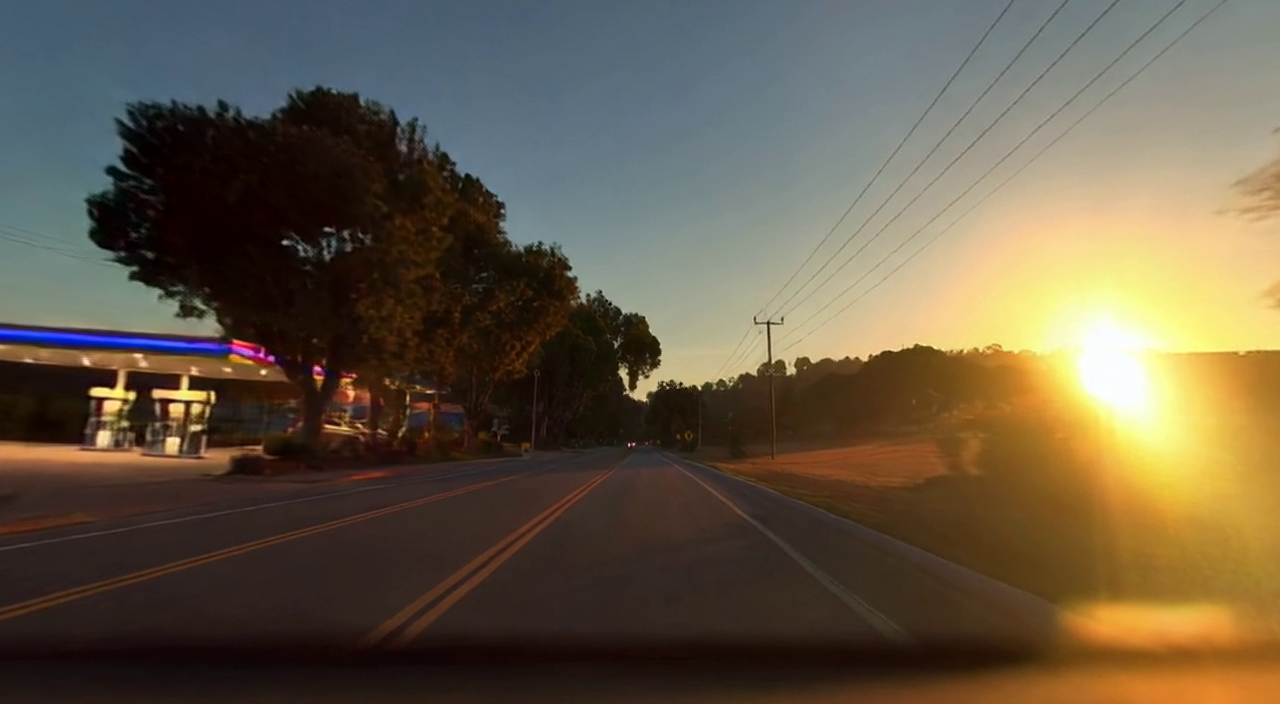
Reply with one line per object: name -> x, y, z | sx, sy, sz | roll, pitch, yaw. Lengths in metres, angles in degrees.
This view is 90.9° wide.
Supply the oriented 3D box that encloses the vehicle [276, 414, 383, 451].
vehicle -> -22.477, 5.852, 45.777 | 6.311, 2.571, 3.118 | -2, -7, 12
